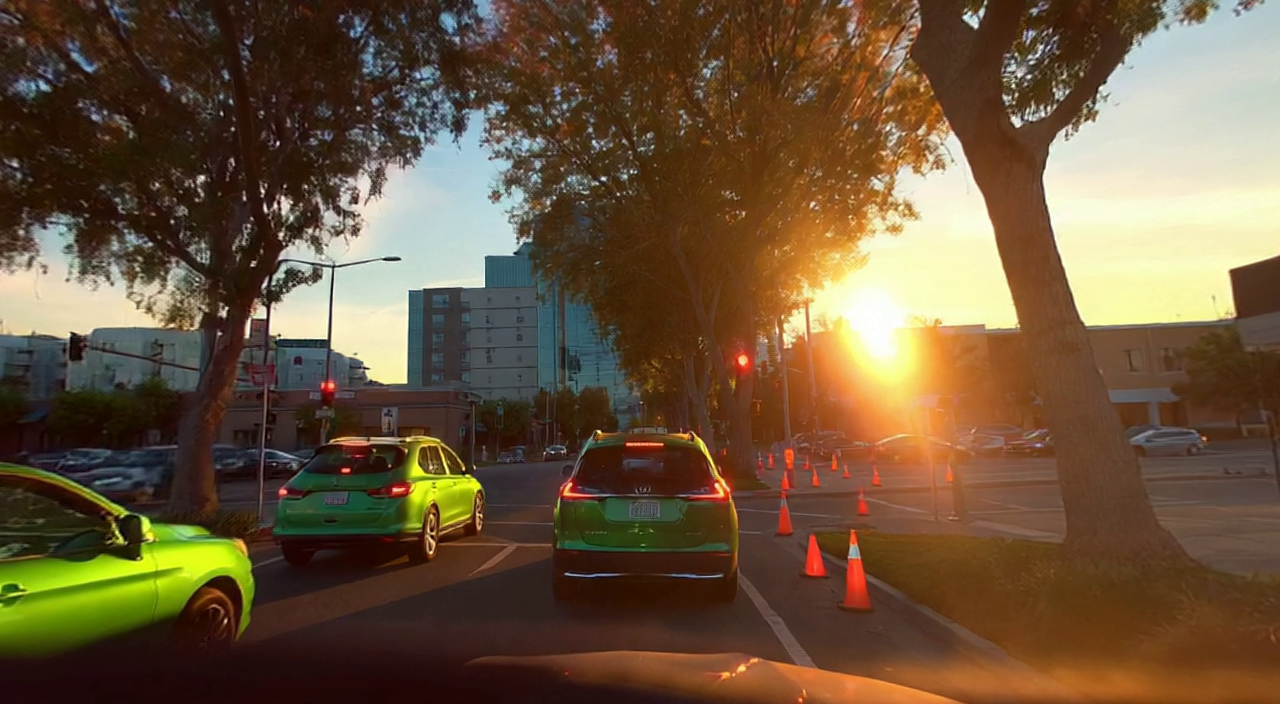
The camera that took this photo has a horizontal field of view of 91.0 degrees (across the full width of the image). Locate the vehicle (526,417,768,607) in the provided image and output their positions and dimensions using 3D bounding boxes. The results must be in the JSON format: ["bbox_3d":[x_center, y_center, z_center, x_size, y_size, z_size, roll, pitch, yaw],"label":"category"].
[{"bbox_3d":[0.098,1.625,7.209,2.021,1.560,3.676,0,-9,1],"label":"vehicle"}]

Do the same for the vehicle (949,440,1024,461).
[{"bbox_3d":[25.965,7.391,47.272,4.581,1.480,1.752,0,-9,0],"label":"vehicle"}]

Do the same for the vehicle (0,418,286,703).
[{"bbox_3d":[-3.597,0.952,2.143,1.964,1.497,4.722,0,-9,1],"label":"vehicle"}]

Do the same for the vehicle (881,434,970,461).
[{"bbox_3d":[18.423,6.214,40.832,4.805,1.688,1.923,-1,-9,4],"label":"vehicle"}]

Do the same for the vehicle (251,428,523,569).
[{"bbox_3d":[-3.286,1.999,9.448,1.989,1.541,4.626,0,-9,2],"label":"vehicle"}]
